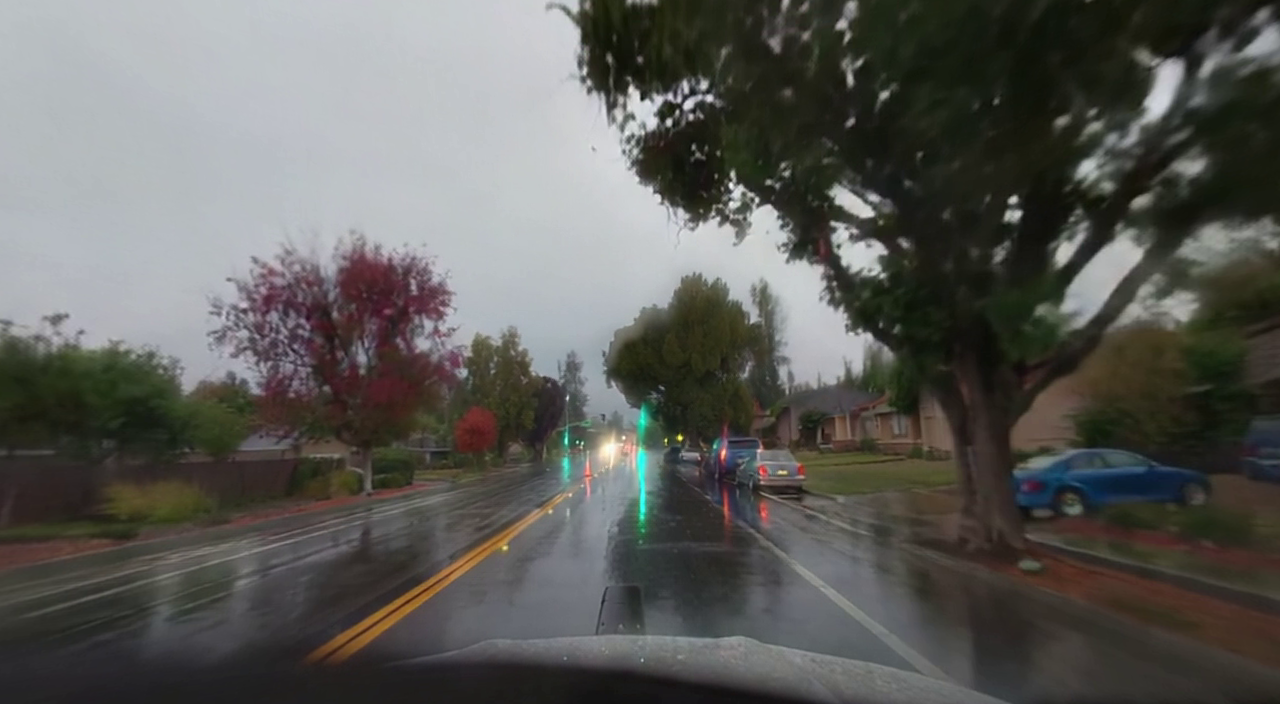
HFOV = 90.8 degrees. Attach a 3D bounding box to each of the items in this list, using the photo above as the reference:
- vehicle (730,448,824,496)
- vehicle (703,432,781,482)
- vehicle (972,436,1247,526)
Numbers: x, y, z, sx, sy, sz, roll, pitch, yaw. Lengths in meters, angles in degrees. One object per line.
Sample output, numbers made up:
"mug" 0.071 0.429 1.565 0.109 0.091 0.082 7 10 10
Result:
"vehicle" 4.200 3.739 20.215 1.928 1.333 4.586 0 -9 -1
"vehicle" 4.194 4.427 26.936 2.255 1.914 4.967 0 -9 -3
"vehicle" 8.411 2.302 11.591 3.561 1.465 1.870 1 -8 -2
